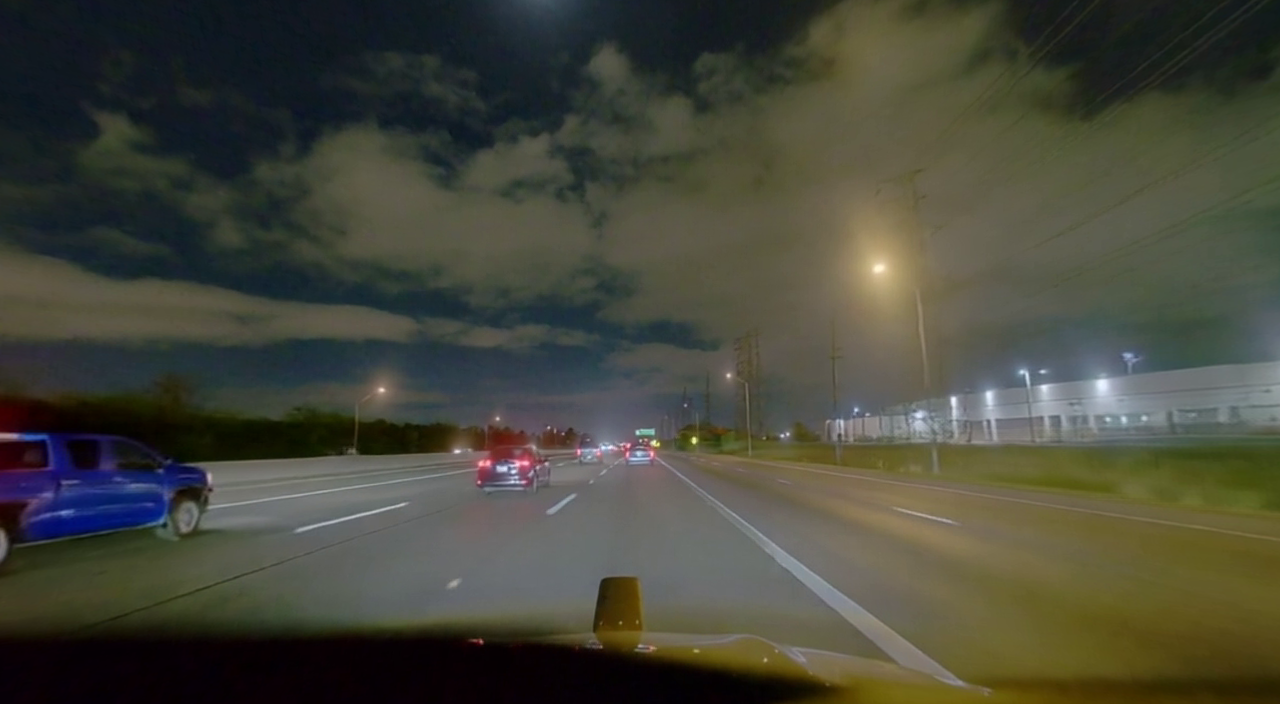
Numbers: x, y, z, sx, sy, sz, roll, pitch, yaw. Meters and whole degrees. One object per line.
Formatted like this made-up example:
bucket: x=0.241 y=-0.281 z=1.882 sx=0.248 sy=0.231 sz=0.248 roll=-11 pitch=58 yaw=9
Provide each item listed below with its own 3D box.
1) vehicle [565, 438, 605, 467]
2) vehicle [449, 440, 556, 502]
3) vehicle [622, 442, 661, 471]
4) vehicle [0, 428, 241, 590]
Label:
vehicle: x=-3.558 y=6.627 z=41.901 sx=2.244 sy=1.752 sz=4.439 roll=0 pitch=-8 yaw=0
vehicle: x=-3.557 y=3.150 z=17.176 sx=1.938 sy=1.444 sz=4.206 roll=0 pitch=-8 yaw=0
vehicle: x=0.078 y=5.764 z=35.155 sx=2.030 sy=1.471 sz=4.115 roll=0 pitch=-8 yaw=0
vehicle: x=-6.961 y=1.637 z=7.002 sx=1.959 sy=1.496 sz=4.740 roll=0 pitch=-8 yaw=0
